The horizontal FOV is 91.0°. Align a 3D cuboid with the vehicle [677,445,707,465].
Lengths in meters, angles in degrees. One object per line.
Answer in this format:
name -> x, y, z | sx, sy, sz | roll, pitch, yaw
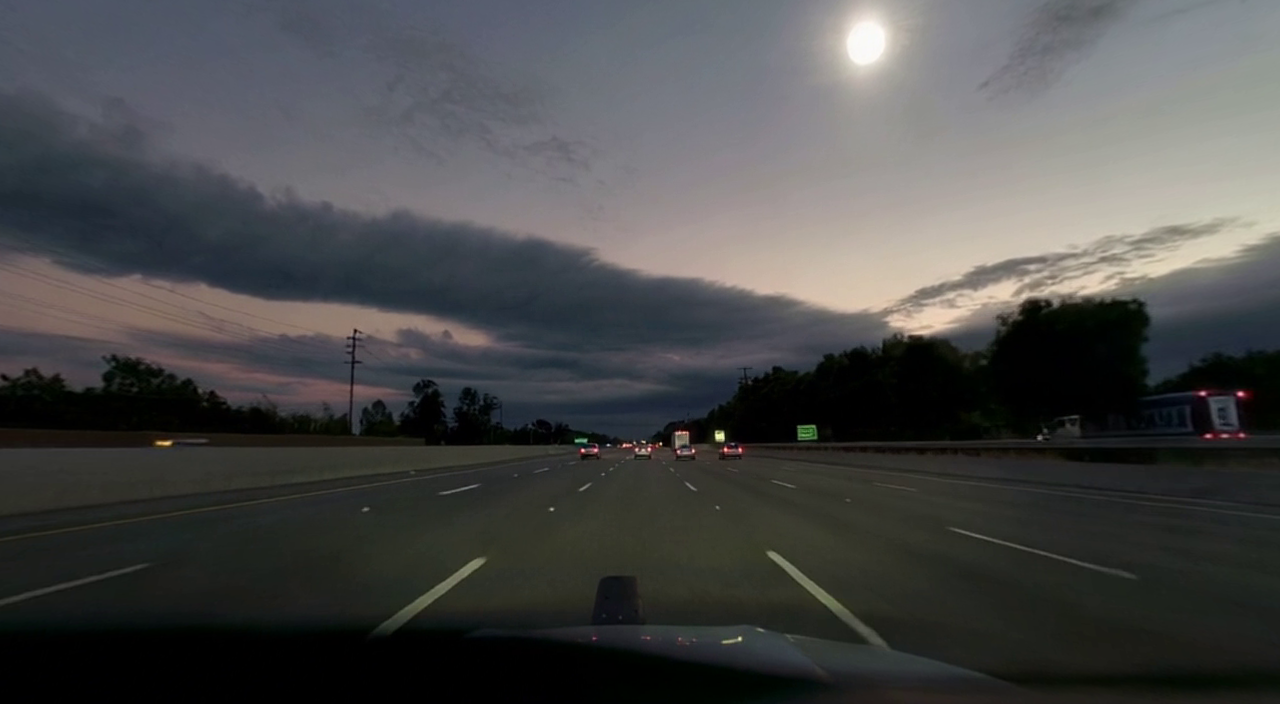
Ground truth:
vehicle -> 3.989, 8.011, 49.077 | 2.076, 1.506, 4.050 | 0, -9, 1
